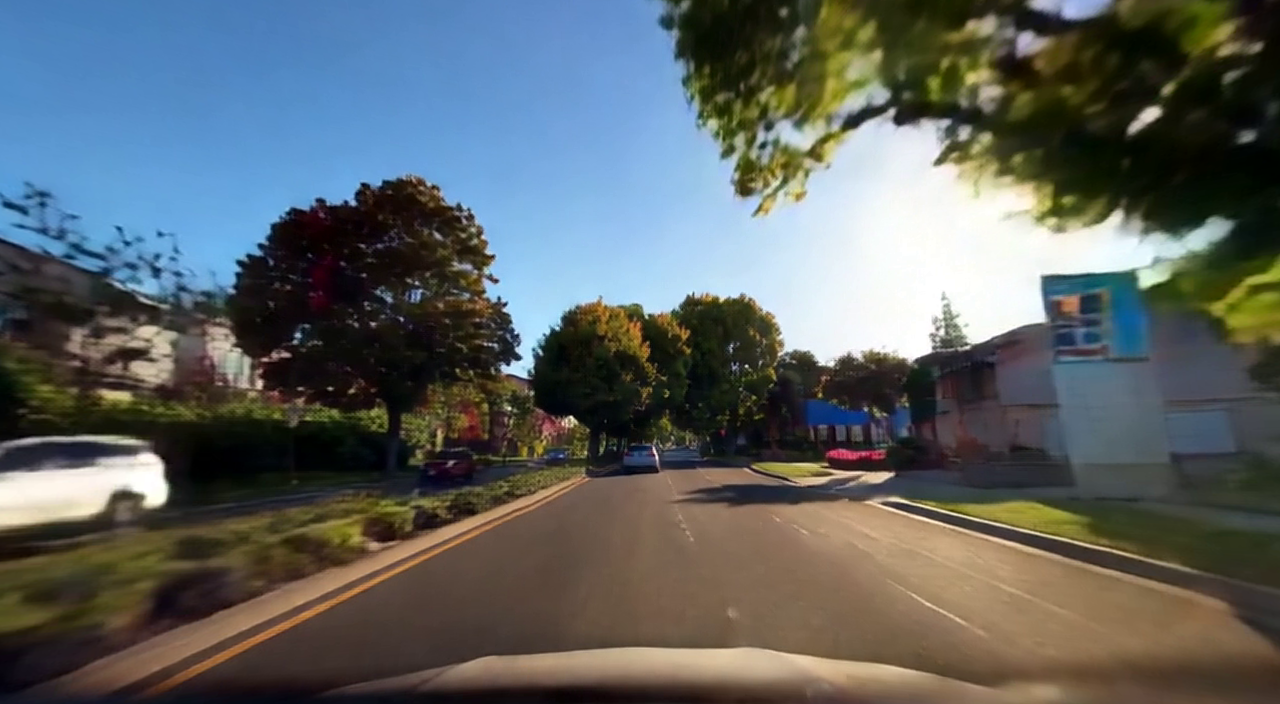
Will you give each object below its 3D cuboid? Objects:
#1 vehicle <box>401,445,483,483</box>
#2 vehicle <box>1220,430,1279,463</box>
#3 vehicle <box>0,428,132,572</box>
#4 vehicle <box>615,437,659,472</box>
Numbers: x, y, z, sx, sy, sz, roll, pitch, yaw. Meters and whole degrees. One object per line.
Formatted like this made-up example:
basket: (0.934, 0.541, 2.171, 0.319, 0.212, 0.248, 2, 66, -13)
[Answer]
vehicle: (-8.566, 4.862, 27.704, 1.935, 1.522, 4.348, 0, -8, 3)
vehicle: (30.742, 4.680, 31.299, 3.781, 1.533, 1.683, 5, -10, -30)
vehicle: (-9.037, 1.776, 7.464, 2.093, 1.772, 4.478, 0, -8, 3)
vehicle: (-0.070, 5.355, 33.135, 2.129, 1.713, 4.314, 0, -8, 2)
